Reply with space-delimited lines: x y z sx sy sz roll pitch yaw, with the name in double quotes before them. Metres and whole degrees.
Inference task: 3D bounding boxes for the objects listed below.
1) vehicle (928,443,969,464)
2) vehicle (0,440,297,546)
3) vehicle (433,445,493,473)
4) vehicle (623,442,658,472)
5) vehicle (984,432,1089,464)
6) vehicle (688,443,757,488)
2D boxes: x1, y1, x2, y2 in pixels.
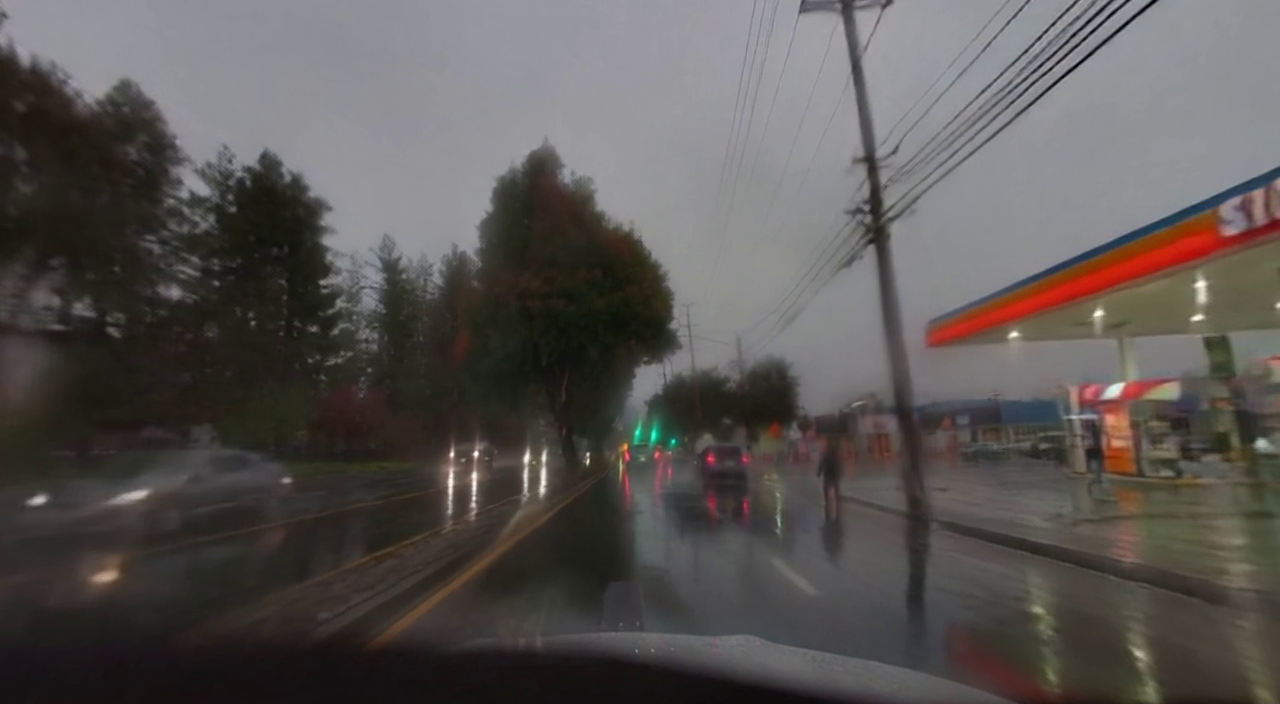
"vehicle" 24.417 7.954 49.848 2.071 1.528 4.644 -6 -10 35
"vehicle" -8.400 2.350 11.308 1.953 1.470 4.522 -1 -8 0
"vehicle" -11.869 7.216 42.894 2.383 1.725 5.760 -1 -8 0
"vehicle" -0.001 6.700 40.525 2.163 1.825 4.073 0 -8 -1
"vehicle" 23.082 5.600 36.979 2.187 1.757 4.663 3 -9 -22
"vehicle" 3.152 4.413 24.993 1.990 1.592 4.294 0 -8 -2
